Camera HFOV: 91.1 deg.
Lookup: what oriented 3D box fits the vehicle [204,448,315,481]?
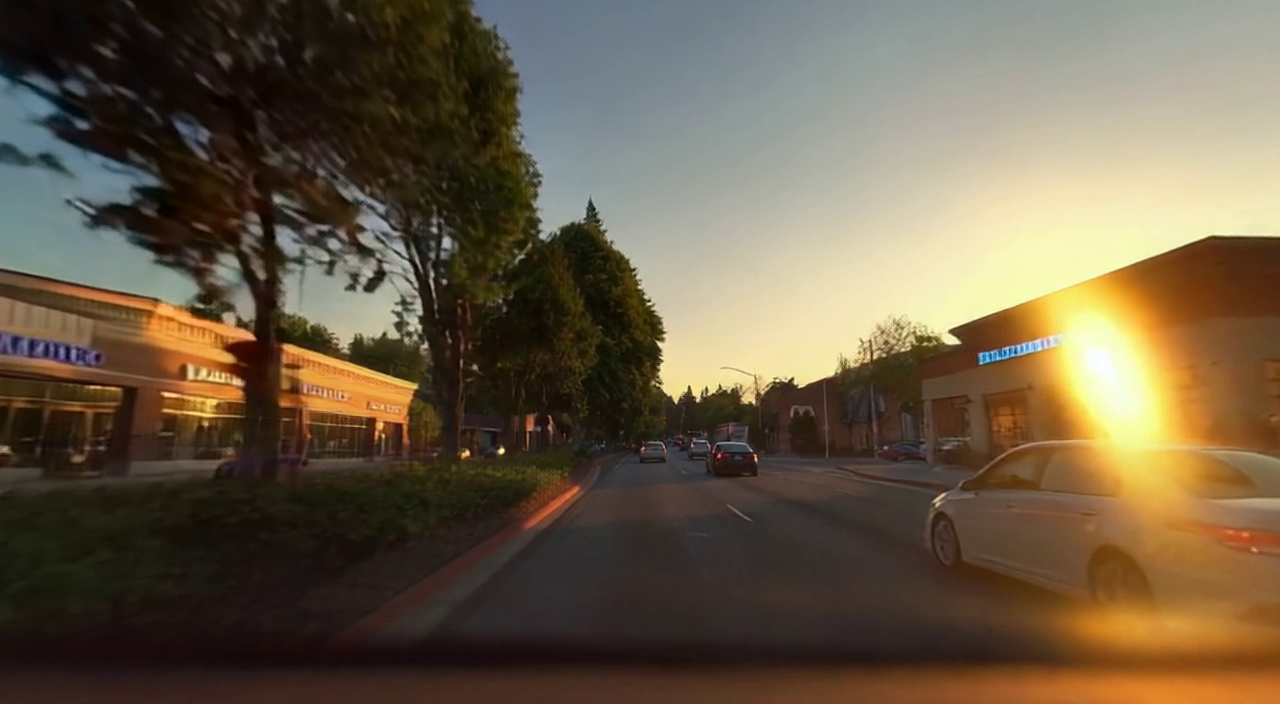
[{"bbox_3d":[-18.828,5.569,31.437,2.280,1.489,5.106,0,-8,1],"label":"vehicle"}]

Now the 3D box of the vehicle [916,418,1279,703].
[{"bbox_3d":[3.981,1.290,4.603,1.908,1.463,4.506,0,-8,1],"label":"vehicle"}]

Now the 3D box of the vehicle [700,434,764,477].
[{"bbox_3d":[3.930,4.489,27.502,2.115,1.692,4.189,0,-8,-1],"label":"vehicle"}]

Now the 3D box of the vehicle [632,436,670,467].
[{"bbox_3d":[0.601,5.788,36.555,2.098,1.682,3.778,0,-8,0],"label":"vehicle"}]
